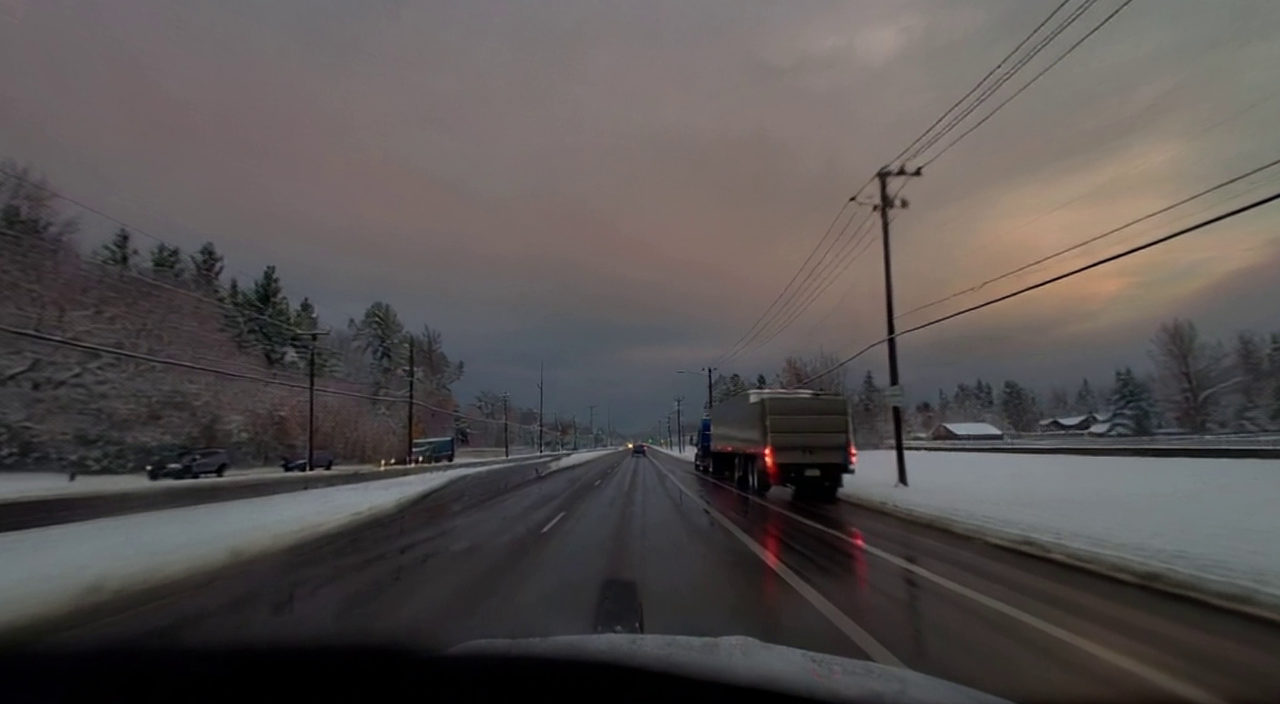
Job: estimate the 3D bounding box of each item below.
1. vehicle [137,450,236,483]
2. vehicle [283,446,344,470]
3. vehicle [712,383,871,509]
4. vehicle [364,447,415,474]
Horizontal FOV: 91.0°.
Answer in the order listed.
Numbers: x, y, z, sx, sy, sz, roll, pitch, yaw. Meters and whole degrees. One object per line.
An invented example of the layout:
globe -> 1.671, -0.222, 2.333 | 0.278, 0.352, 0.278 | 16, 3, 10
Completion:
vehicle -> -25.599, 6.437, 35.760 | 1.950, 1.658, 4.576 | 0, -9, 5
vehicle -> -25.545, 8.283, 49.432 | 2.020, 1.763, 4.637 | -1, -9, 5
vehicle -> 3.897, 2.696, 18.119 | 2.706, 2.880, 7.117 | 0, -9, -1
vehicle -> -18.690, 8.087, 47.111 | 1.948, 1.844, 4.235 | 0, -9, 1
